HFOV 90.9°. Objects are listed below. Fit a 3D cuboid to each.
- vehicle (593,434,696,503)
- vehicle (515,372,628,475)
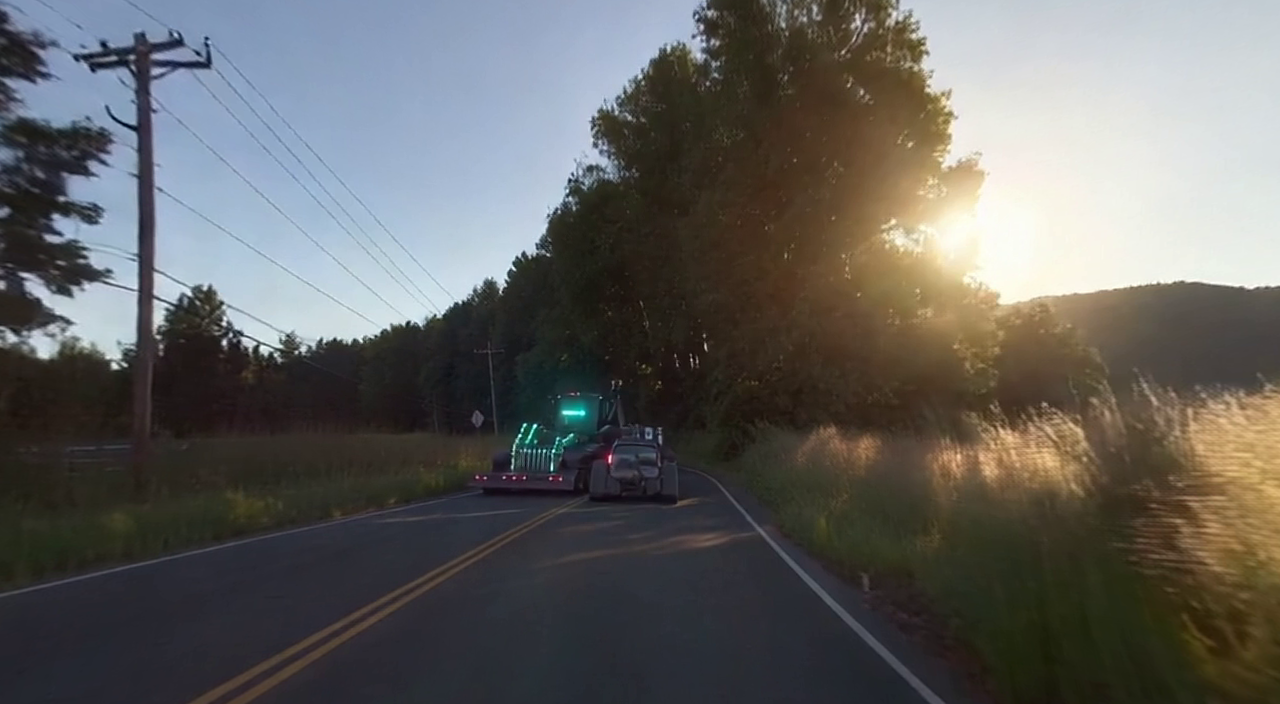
[{"bbox_3d":[0.162,2.806,15.649,2.196,1.465,4.294,0,-8,2],"label":"vehicle"},{"bbox_3d":[-3.382,3.739,31.432,4.788,4.368,6.529,3,-10,-6],"label":"vehicle"}]
